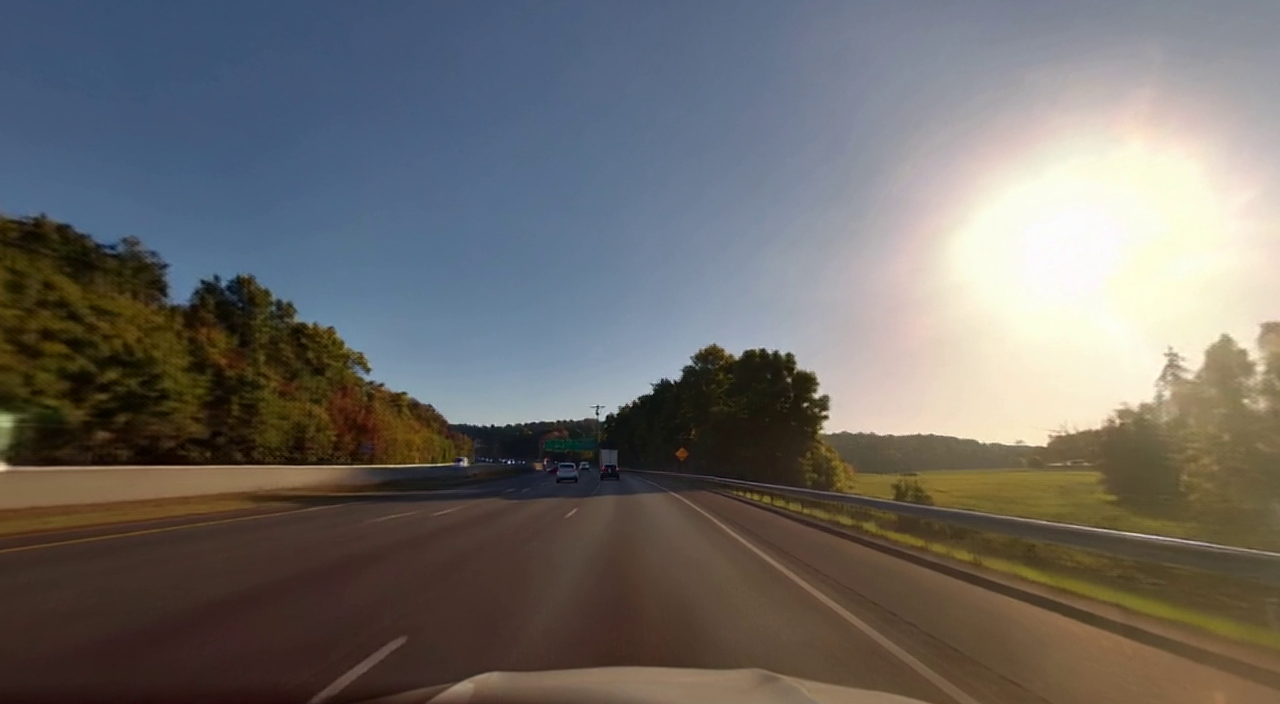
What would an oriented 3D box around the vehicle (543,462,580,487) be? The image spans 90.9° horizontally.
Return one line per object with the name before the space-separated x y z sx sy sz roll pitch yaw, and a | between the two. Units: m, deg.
vehicle | -5.384 8.489 43.748 2.115 1.546 4.638 1 -10 -3
